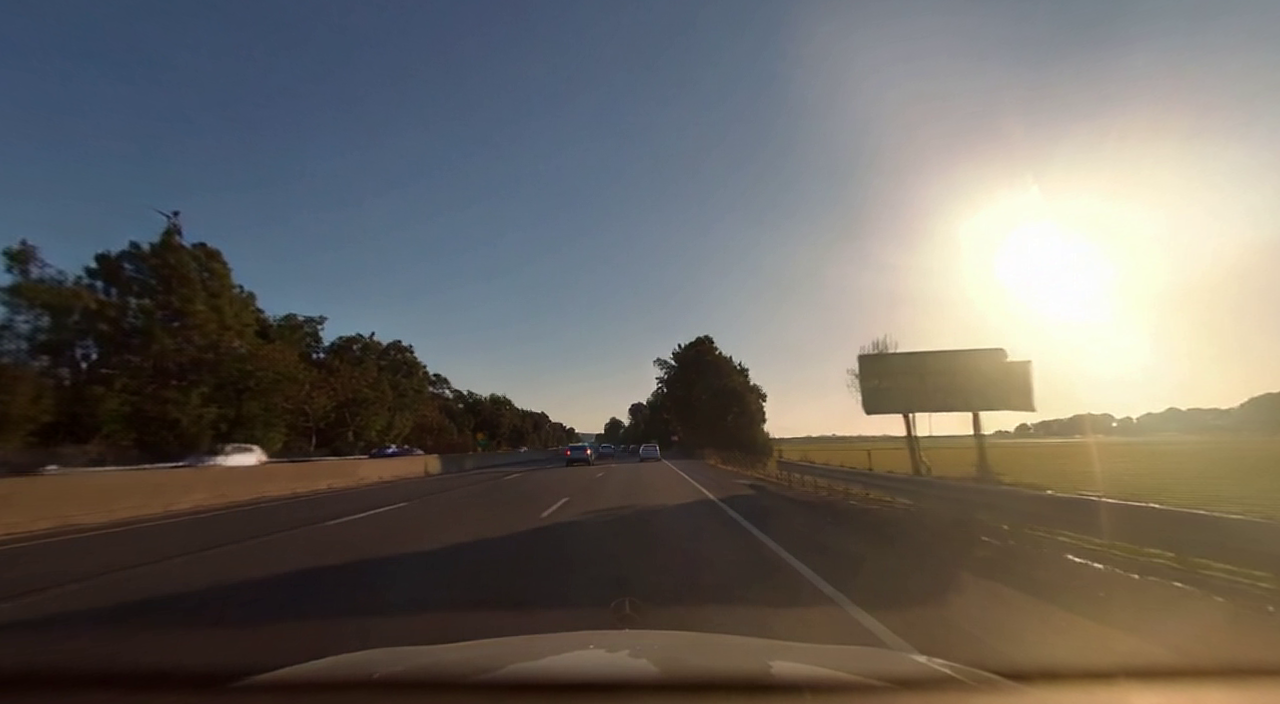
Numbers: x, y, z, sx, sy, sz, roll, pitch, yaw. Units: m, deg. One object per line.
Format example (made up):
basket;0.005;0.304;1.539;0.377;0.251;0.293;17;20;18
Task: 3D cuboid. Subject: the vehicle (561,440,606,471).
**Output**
vehicle;-3.143;5.868;35.891;2.028;1.634;4.441;-1;-8;2

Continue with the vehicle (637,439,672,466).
vehicle;0.988;6.964;43.848;2.259;1.697;4.106;0;-8;1
